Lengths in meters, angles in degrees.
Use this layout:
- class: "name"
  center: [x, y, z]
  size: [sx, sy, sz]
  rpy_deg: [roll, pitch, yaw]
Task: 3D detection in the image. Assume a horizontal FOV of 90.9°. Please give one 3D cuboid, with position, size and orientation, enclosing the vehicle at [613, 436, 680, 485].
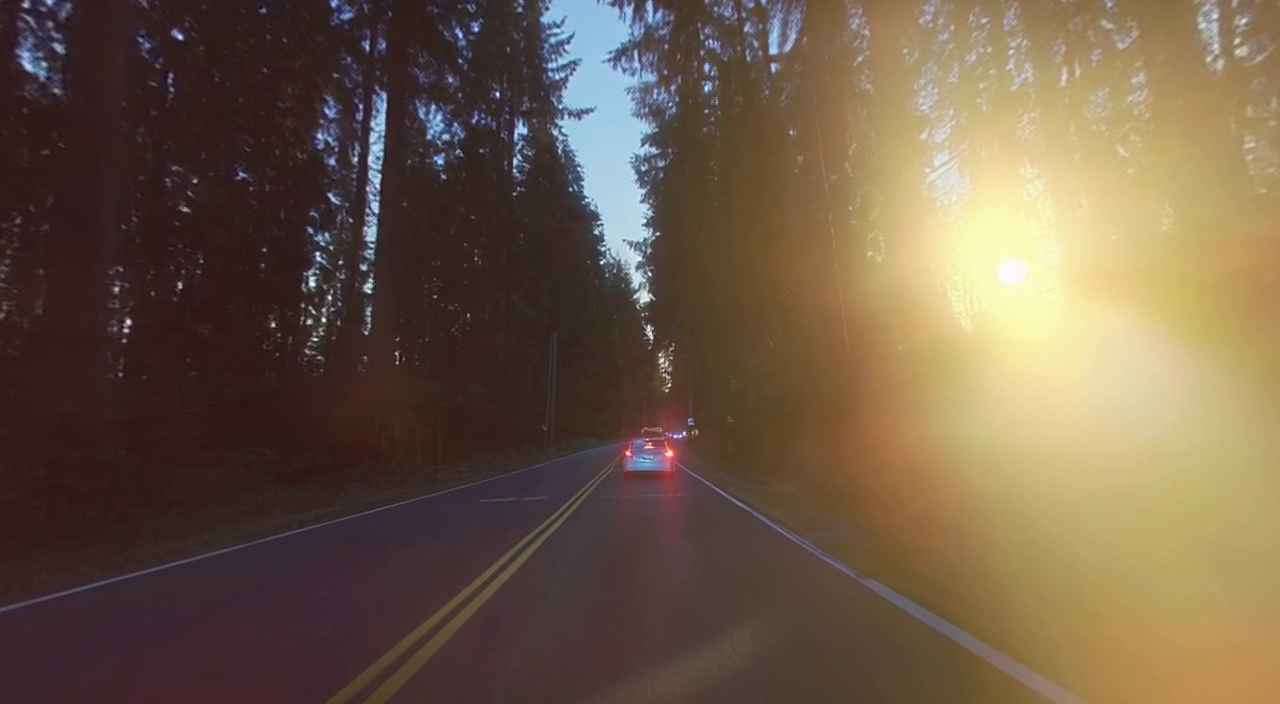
- class: "vehicle"
  center: [0.189, 3.672, 21.627]
  size: [2.081, 1.503, 3.726]
  rpy_deg: [0, -8, -1]
